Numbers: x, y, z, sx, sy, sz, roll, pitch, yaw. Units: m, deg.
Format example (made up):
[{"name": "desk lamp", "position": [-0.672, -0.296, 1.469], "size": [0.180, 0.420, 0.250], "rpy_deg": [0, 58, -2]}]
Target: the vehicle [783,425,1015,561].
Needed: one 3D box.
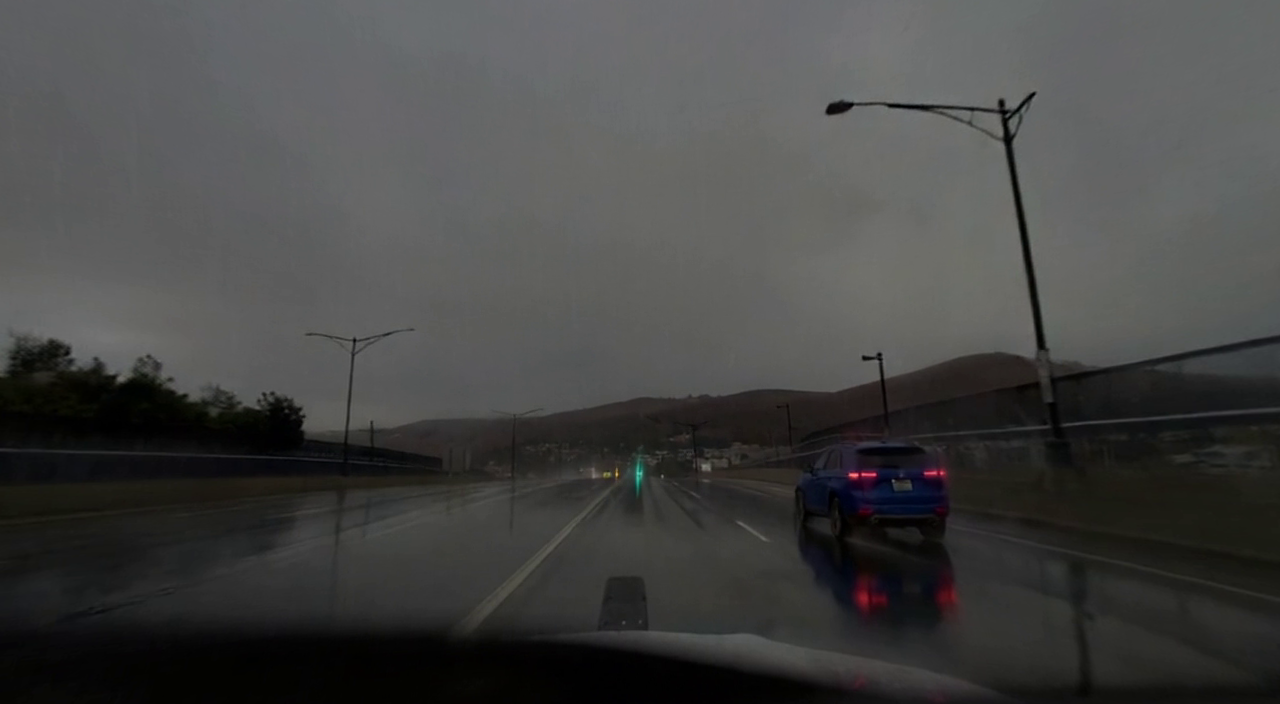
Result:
[{"name": "vehicle", "position": [3.848, 2.151, 10.387], "size": [1.989, 1.730, 4.324], "rpy_deg": [0, -8, 0]}]
